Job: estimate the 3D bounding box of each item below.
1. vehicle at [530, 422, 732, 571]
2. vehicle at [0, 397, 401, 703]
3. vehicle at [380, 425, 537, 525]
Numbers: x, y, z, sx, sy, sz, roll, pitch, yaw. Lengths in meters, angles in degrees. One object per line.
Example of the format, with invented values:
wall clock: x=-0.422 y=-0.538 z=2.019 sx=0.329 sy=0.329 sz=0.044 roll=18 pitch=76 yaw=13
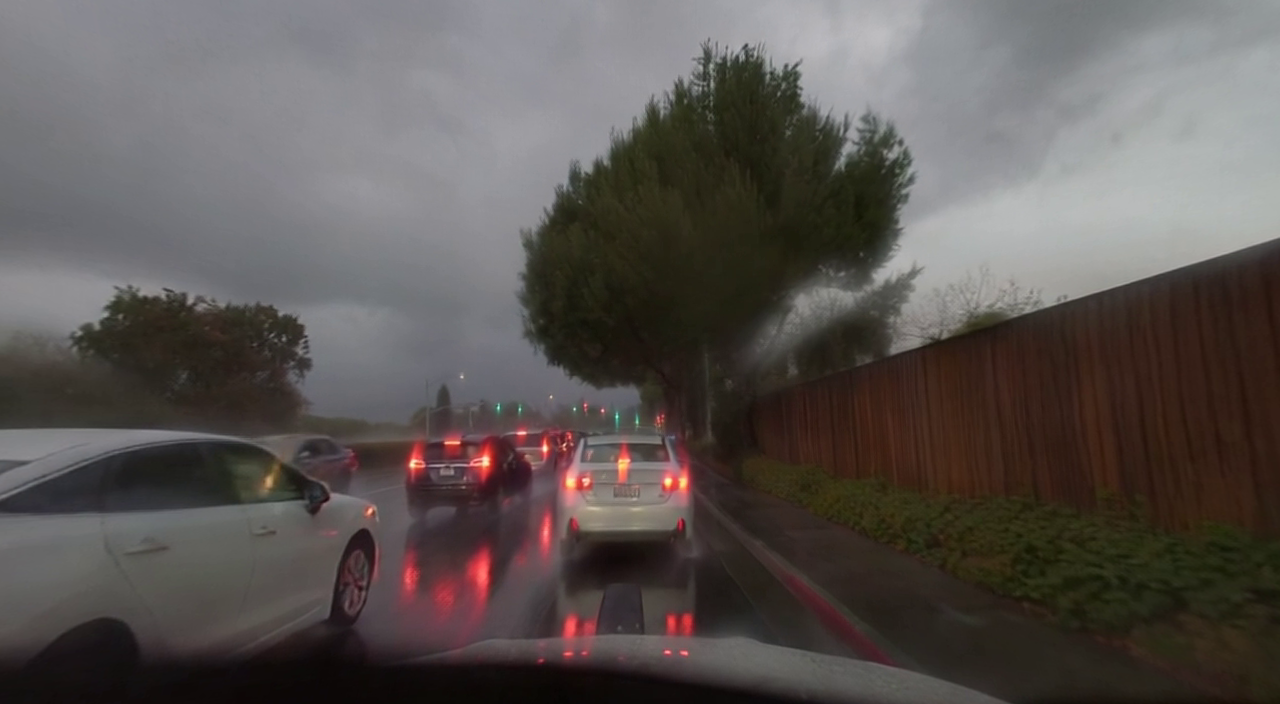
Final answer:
vehicle: x=-0.126 y=1.722 z=8.230 sx=1.995 sy=1.460 sz=3.865 roll=0 pitch=-8 yaw=-1
vehicle: x=-3.155 y=1.084 z=3.247 sx=1.980 sy=1.520 sz=4.636 roll=0 pitch=-8 yaw=1
vehicle: x=-3.226 y=2.255 z=11.991 sx=1.850 sy=1.582 sz=3.688 roll=0 pitch=-8 yaw=0
